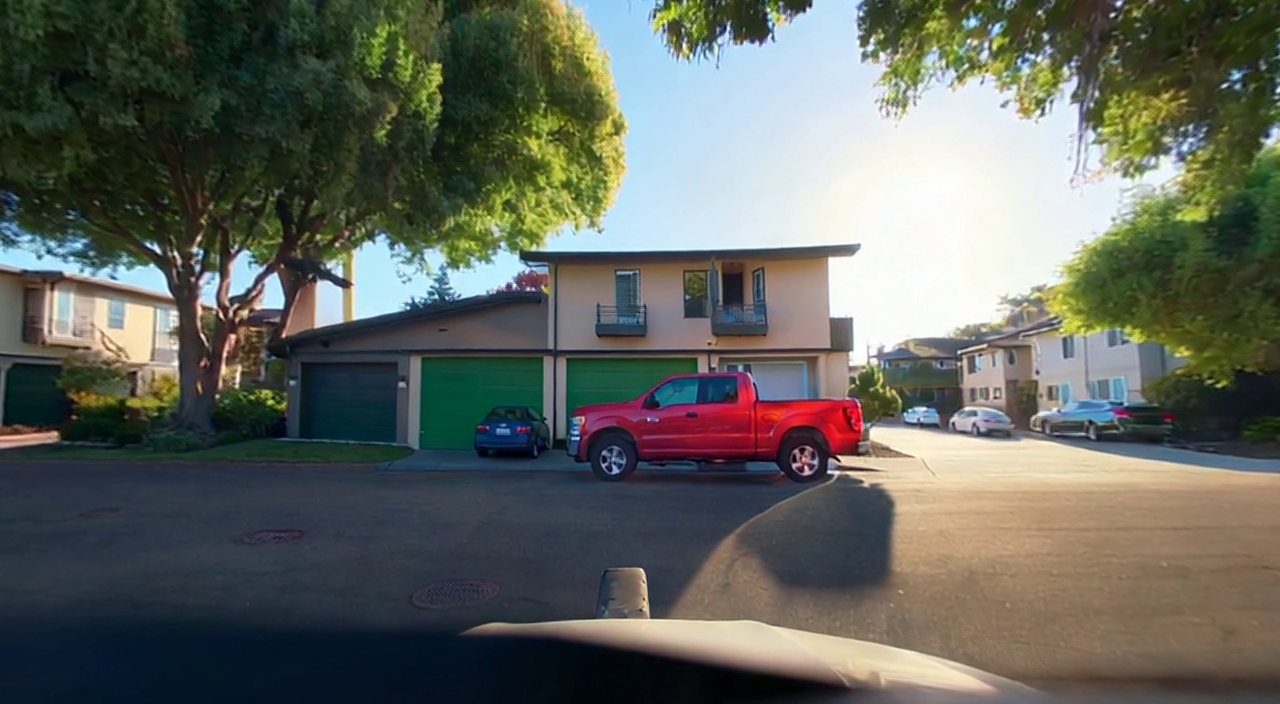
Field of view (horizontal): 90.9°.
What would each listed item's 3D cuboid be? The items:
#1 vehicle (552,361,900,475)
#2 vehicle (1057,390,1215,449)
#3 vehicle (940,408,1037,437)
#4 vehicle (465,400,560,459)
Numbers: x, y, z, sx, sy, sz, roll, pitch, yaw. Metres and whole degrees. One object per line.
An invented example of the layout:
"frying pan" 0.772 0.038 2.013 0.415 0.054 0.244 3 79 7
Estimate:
"vehicle" 1.413 1.232 11.403 5.600 1.835 2.161 -1 -8 3
"vehicle" 16.704 2.338 21.413 3.770 1.496 1.951 6 -9 4
"vehicle" 17.668 3.598 32.105 3.897 1.416 1.703 -1 -8 4
"vehicle" -3.919 2.368 20.027 1.869 1.460 3.826 -3 -2 5
